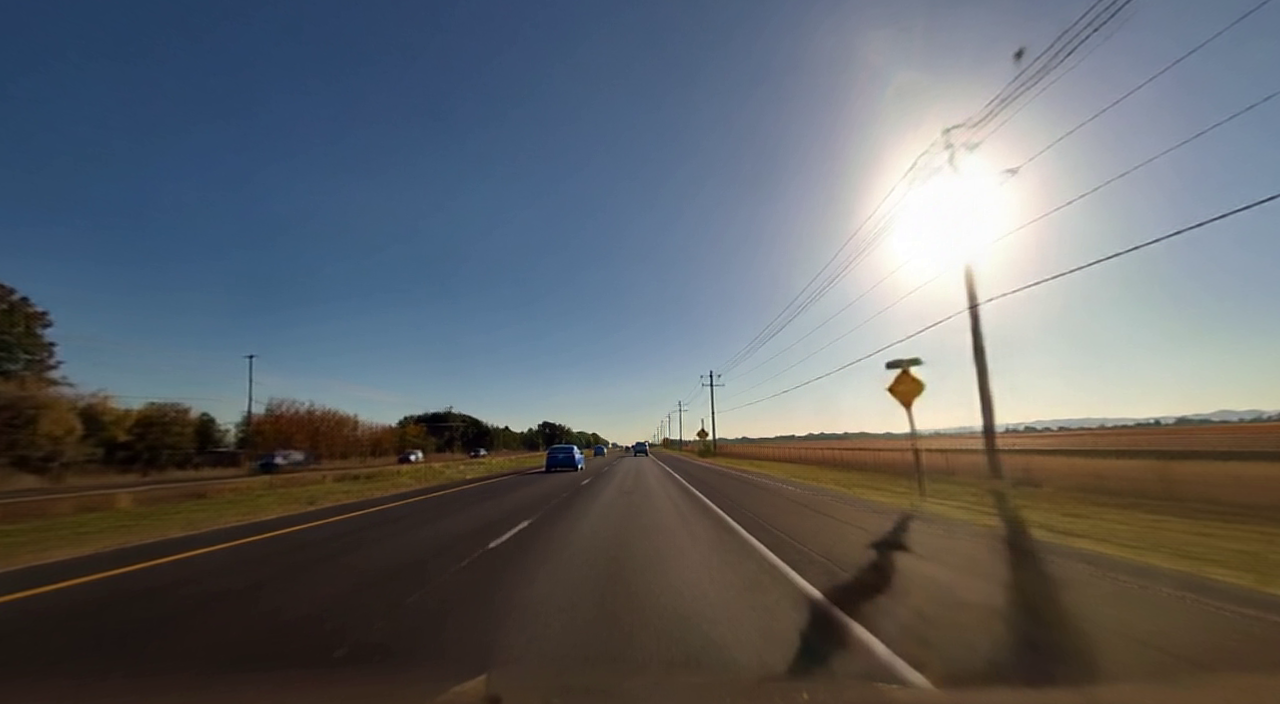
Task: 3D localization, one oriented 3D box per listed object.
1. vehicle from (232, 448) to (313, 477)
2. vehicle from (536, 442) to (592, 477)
[{"bbox_3d":[-21.129,6.352,36.481,1.890,1.556,4.589,0,-9,0],"label":"vehicle"},{"bbox_3d":[-3.656,5.283,31.180,2.120,1.597,4.810,0,-9,1],"label":"vehicle"}]
